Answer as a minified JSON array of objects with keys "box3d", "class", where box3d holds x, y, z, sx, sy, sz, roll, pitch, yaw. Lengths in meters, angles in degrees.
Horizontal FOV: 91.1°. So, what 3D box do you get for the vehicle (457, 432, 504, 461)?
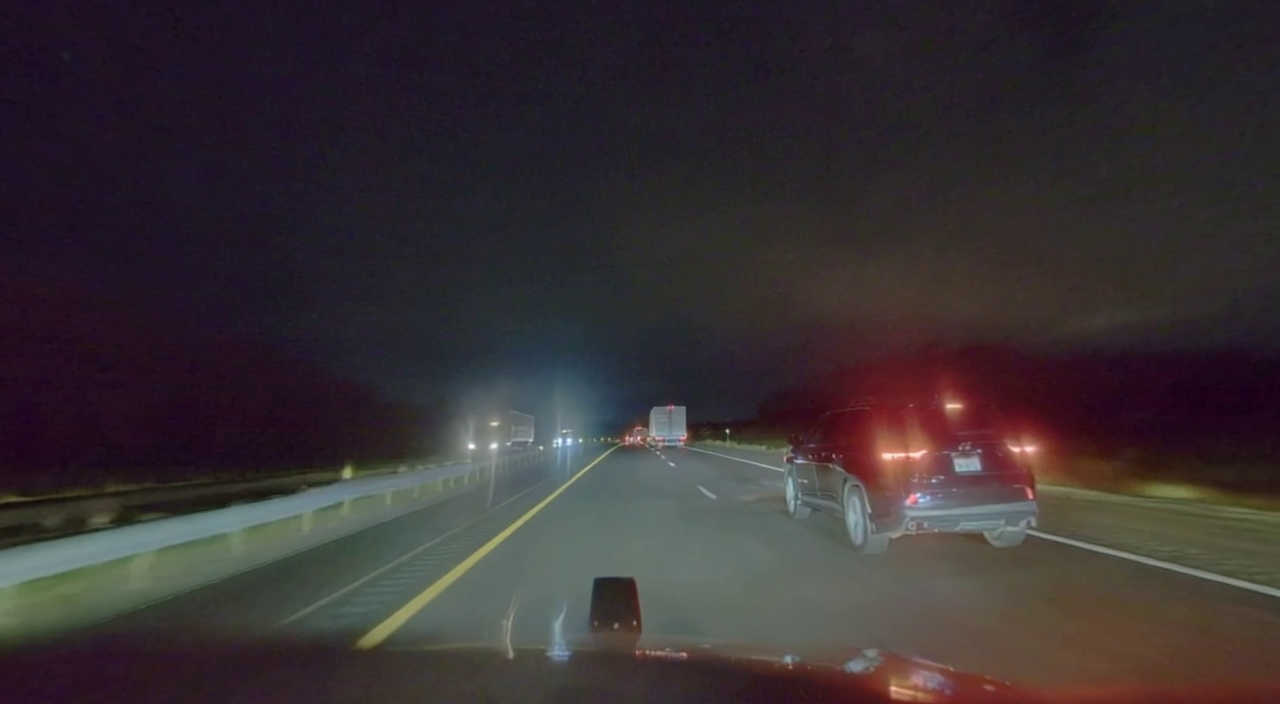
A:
[{"box3d":[-11.030,6.519,43.746,2.007,1.888,4.537,0,-8,1],"class":"vehicle"}]
